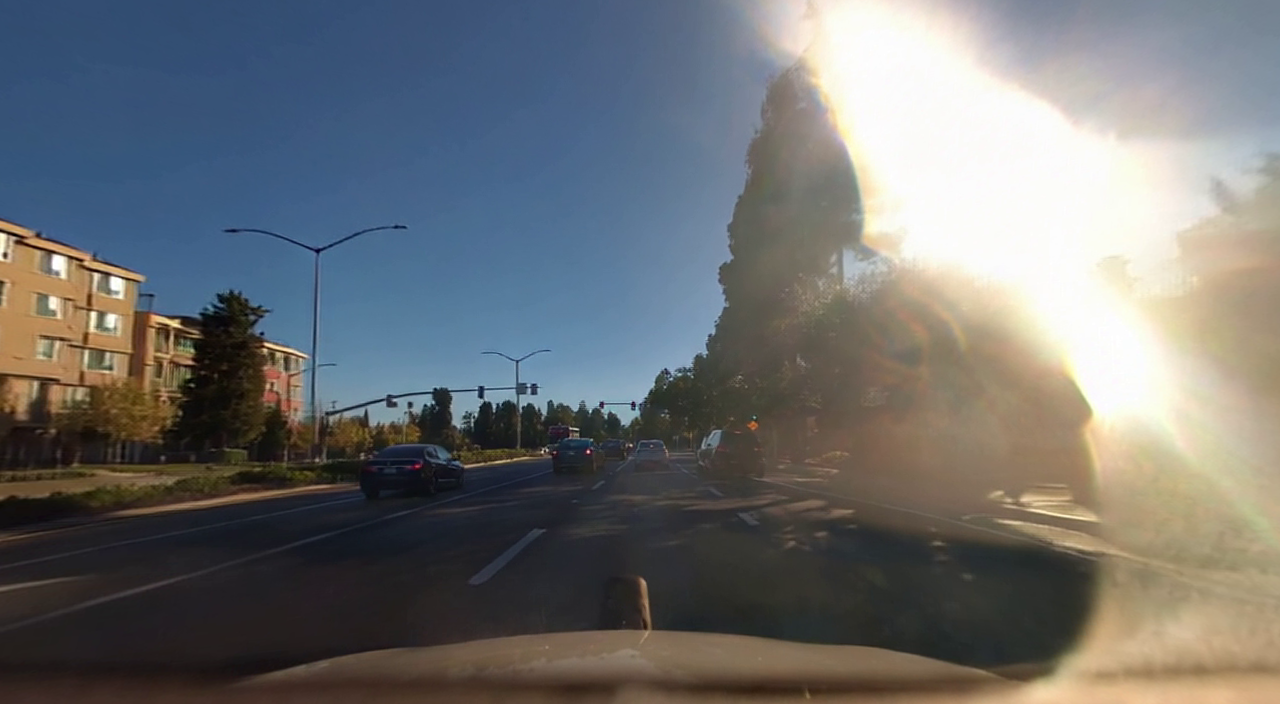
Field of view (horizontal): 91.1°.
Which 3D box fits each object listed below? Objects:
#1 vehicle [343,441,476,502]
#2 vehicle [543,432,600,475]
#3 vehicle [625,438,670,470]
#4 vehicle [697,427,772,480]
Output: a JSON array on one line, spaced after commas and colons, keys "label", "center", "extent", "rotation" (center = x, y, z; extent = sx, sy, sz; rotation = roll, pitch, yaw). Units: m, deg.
[{"label": "vehicle", "center": [-6.175, 3.222, 17.507], "extent": [1.926, 1.465, 4.620], "rotation": [0, -8, 0]}, {"label": "vehicle", "center": [-2.894, 4.420, 27.539], "extent": [1.912, 1.703, 4.261], "rotation": [0, -8, 2]}, {"label": "vehicle", "center": [0.318, 4.883, 30.251], "extent": [2.021, 1.461, 3.862], "rotation": [0, -8, 0]}, {"label": "vehicle", "center": [3.513, 3.874, 24.313], "extent": [2.141, 1.833, 4.704], "rotation": [0, -8, -1]}]
